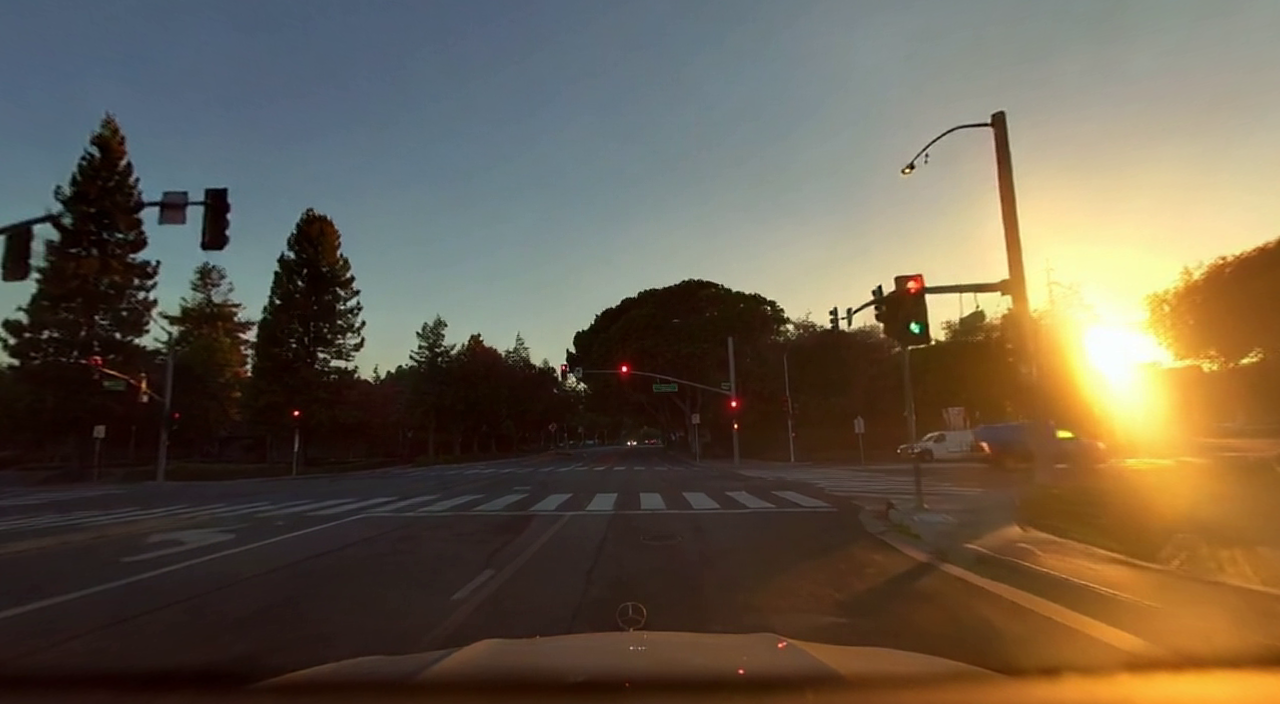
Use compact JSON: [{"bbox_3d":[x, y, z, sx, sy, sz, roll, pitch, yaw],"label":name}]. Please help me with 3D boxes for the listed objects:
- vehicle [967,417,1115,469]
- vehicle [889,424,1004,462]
[{"bbox_3d":[15.867,3.654,25.172,4.536,1.965,1.780,-1,-8,5],"label":"vehicle"},{"bbox_3d":[15.421,4.613,31.918,4.790,1.798,1.909,-1,-8,2],"label":"vehicle"}]
